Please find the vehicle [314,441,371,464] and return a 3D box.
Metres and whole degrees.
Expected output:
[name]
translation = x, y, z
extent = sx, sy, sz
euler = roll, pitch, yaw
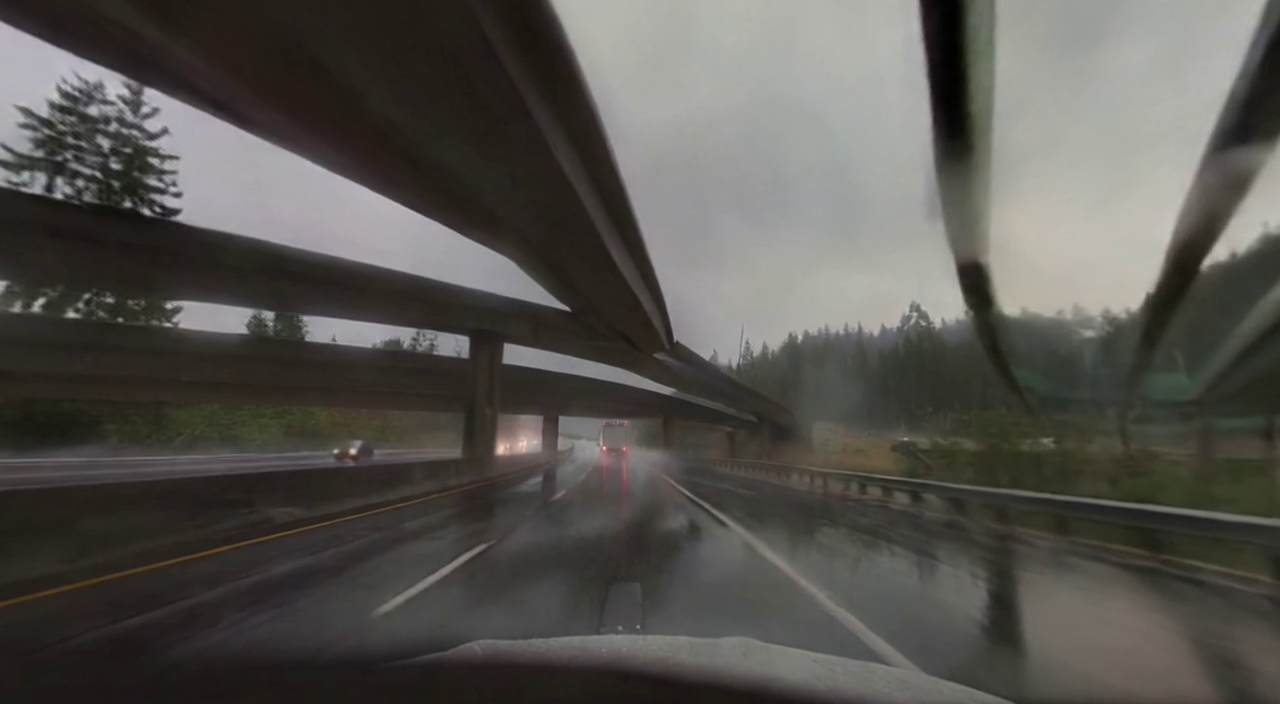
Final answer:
[vehicle]
translation = -20.932, 7.132, 44.649
extent = 1.848, 1.540, 4.633
euler = 0, -9, -1
